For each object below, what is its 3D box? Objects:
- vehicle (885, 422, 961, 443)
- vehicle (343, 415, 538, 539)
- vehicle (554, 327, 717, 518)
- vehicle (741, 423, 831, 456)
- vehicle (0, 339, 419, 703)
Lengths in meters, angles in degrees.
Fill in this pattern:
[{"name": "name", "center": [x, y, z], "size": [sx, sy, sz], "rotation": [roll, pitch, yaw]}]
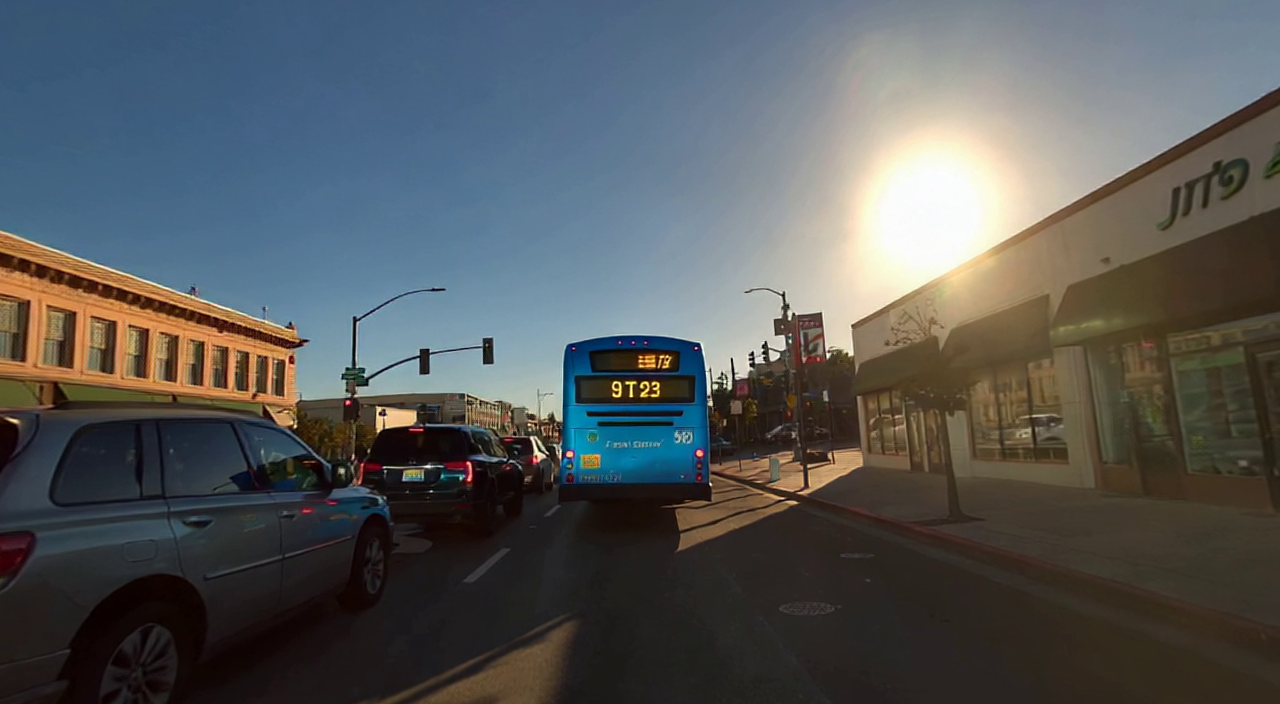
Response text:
[{"name": "vehicle", "center": [21.198, 6.067, 47.355], "size": [4.827, 1.555, 1.863], "rotation": [1, -9, -7]}, {"name": "vehicle", "center": [-3.346, 2.203, 11.781], "size": [2.096, 1.828, 4.669], "rotation": [0, -8, 0]}, {"name": "vehicle", "center": [-0.324, 1.990, 16.503], "size": [2.938, 3.468, 9.972], "rotation": [0, -9, -3]}, {"name": "vehicle", "center": [9.961, 6.048, 43.506], "size": [5.788, 2.165, 2.491], "rotation": [-2, -9, 10]}, {"name": "vehicle", "center": [-3.213, 1.097, 3.988], "size": [2.020, 1.725, 4.384], "rotation": [0, -8, 0]}]
